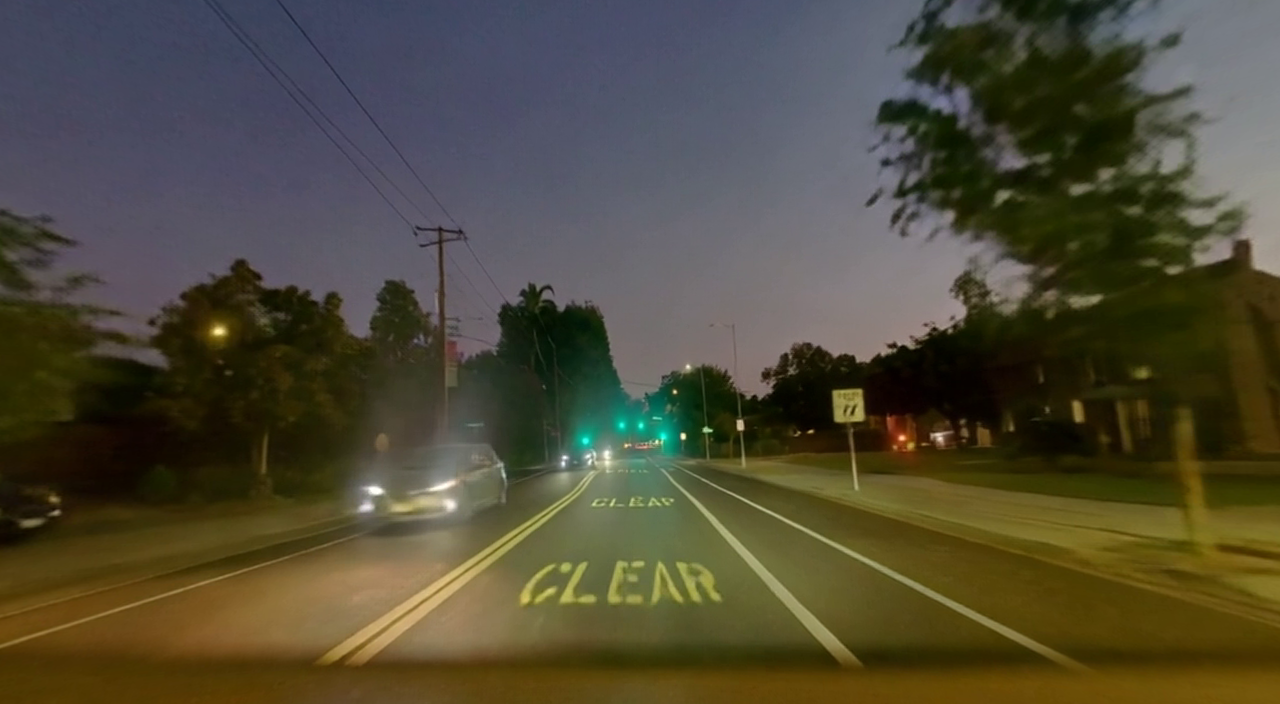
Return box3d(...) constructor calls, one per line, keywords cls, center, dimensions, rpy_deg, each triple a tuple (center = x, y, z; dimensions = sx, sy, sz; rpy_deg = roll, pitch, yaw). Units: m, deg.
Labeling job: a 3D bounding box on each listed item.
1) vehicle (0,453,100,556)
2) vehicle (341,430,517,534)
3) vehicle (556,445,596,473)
box3d(cls="vehicle", center=(-13.657, 2.845, 12.020), dimensions=(4.607, 1.772, 2.261), rpy_deg=(0, -9, -1))
box3d(cls="vehicle", center=(-4.043, 2.556, 13.065), dimensions=(2.055, 1.757, 4.494), rpy_deg=(0, -8, 0))
box3d(cls="vehicle", center=(-3.873, 6.522, 38.910), dimensions=(1.974, 1.604, 4.156), rpy_deg=(0, -9, 0))
